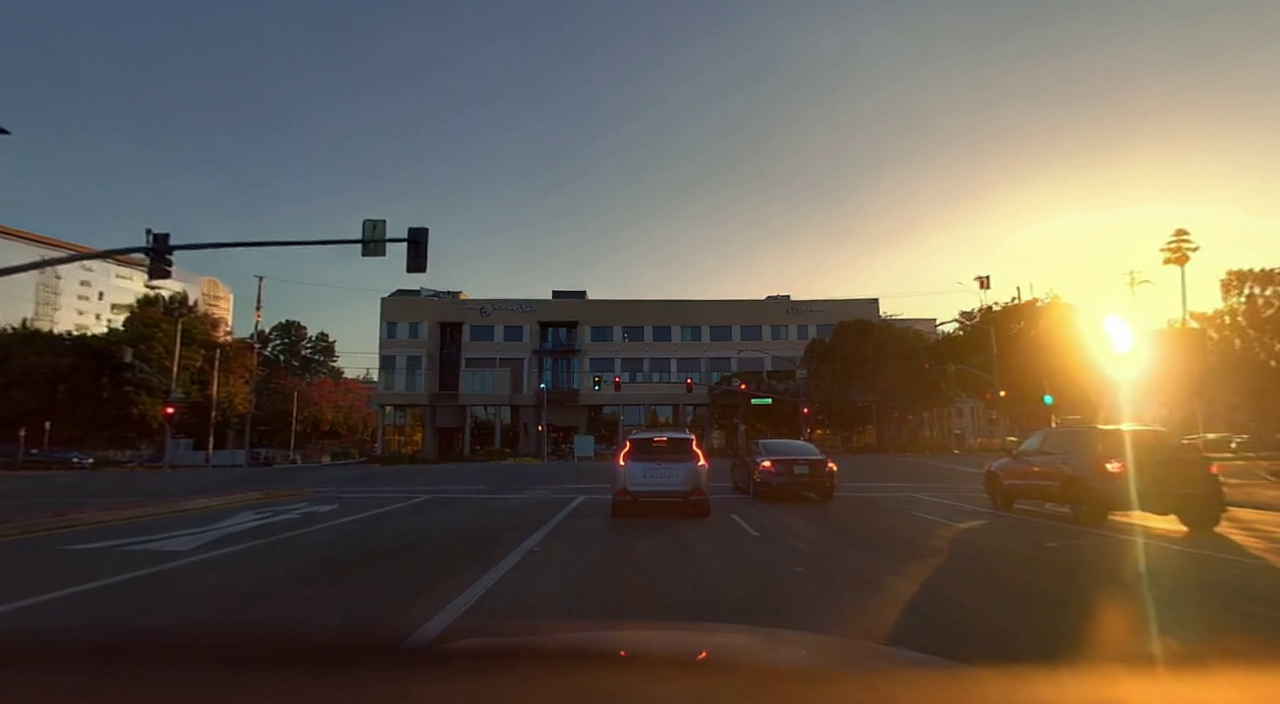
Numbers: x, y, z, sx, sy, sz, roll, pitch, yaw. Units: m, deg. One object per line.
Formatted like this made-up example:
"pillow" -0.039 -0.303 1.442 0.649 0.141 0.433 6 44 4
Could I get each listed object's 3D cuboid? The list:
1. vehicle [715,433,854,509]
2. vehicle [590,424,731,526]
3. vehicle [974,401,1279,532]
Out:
"vehicle" 3.001 2.571 14.083 1.994 1.436 4.169 0 -8 -2
"vehicle" 0.289 2.188 11.801 2.099 1.516 4.681 0 -8 0
"vehicle" 8.507 2.012 11.635 2.132 1.892 4.851 0 -8 2
